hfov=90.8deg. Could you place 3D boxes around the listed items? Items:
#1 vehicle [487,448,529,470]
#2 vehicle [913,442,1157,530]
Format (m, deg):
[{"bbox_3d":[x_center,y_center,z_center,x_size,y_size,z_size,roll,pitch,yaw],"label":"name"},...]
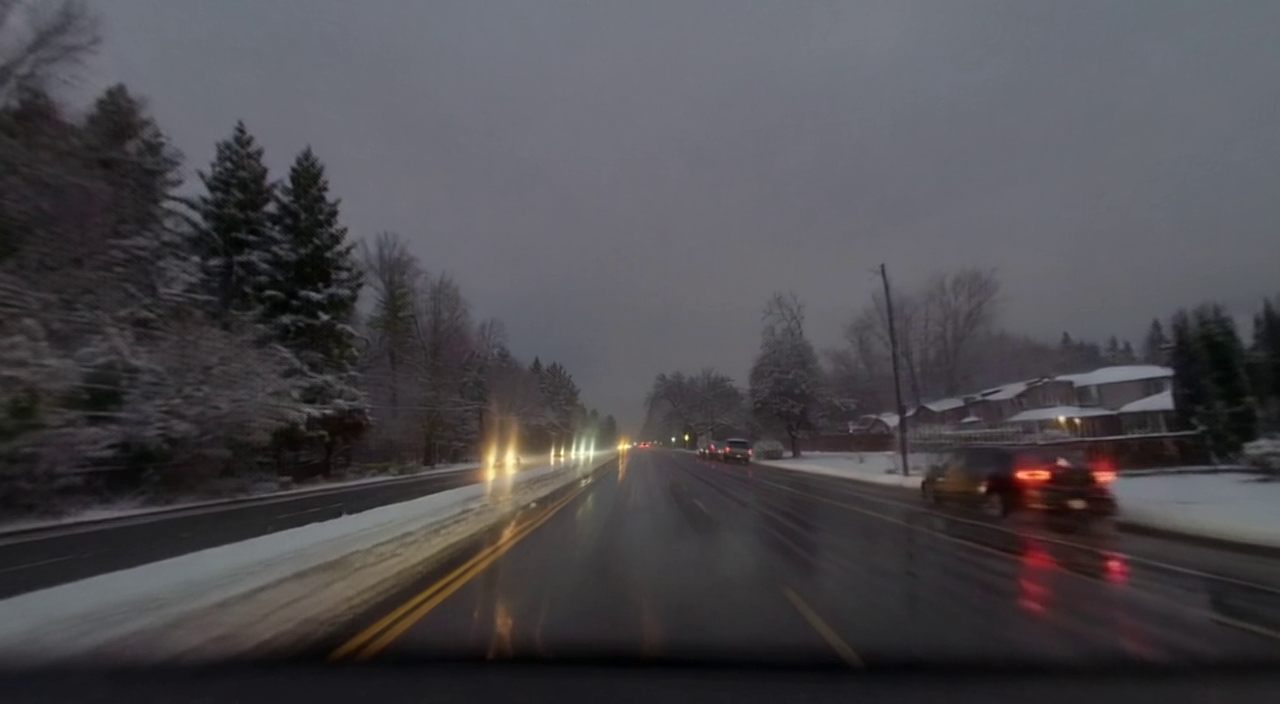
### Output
[{"bbox_3d":[-9.662,7.886,46.631,2.061,1.490,4.637,0,-8,1],"label":"vehicle"},{"bbox_3d":[7.609,2.585,12.913,1.967,1.449,4.645,0,-8,0],"label":"vehicle"}]
